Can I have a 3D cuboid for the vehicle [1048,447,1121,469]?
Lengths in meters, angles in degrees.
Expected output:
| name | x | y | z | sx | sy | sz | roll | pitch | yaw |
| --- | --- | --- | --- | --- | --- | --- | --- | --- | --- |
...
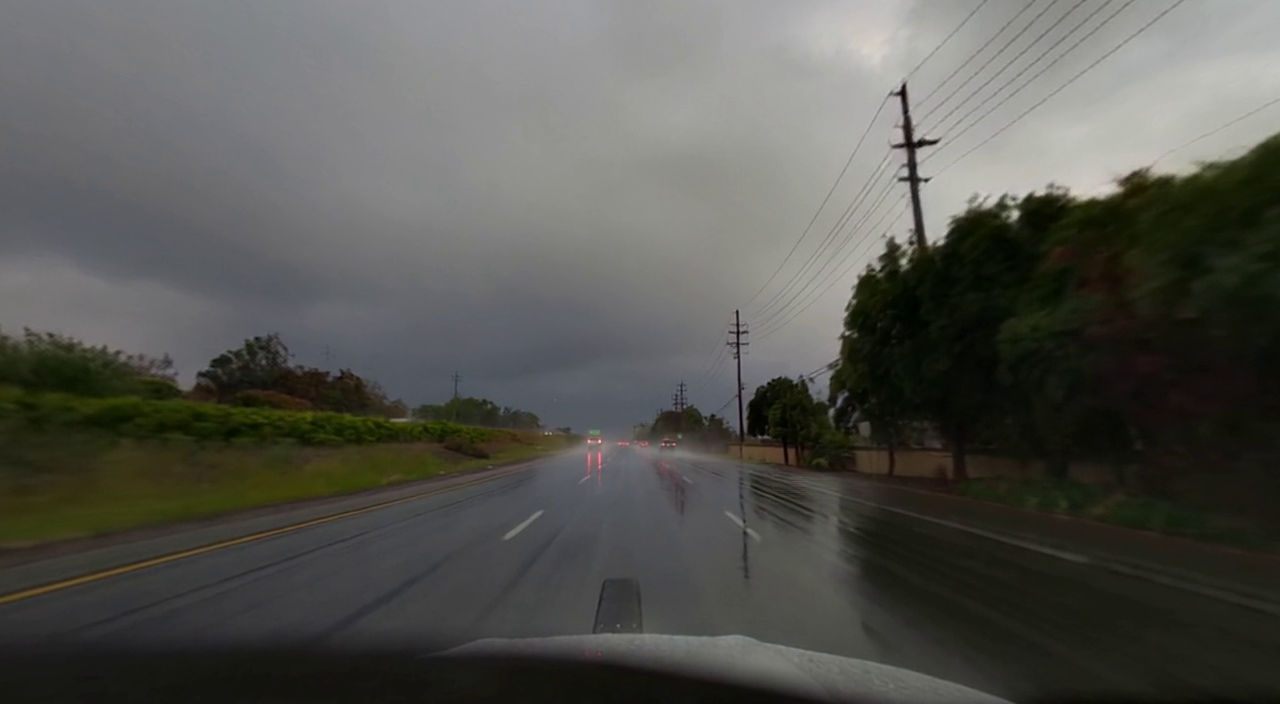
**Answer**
| name | x | y | z | sx | sy | sz | roll | pitch | yaw |
| --- | --- | --- | --- | --- | --- | --- | --- | --- | --- |
| vehicle | 33.277 | 7.902 | 47.511 | 1.874 | 1.546 | 5.052 | 0 | -8 | 0 |
